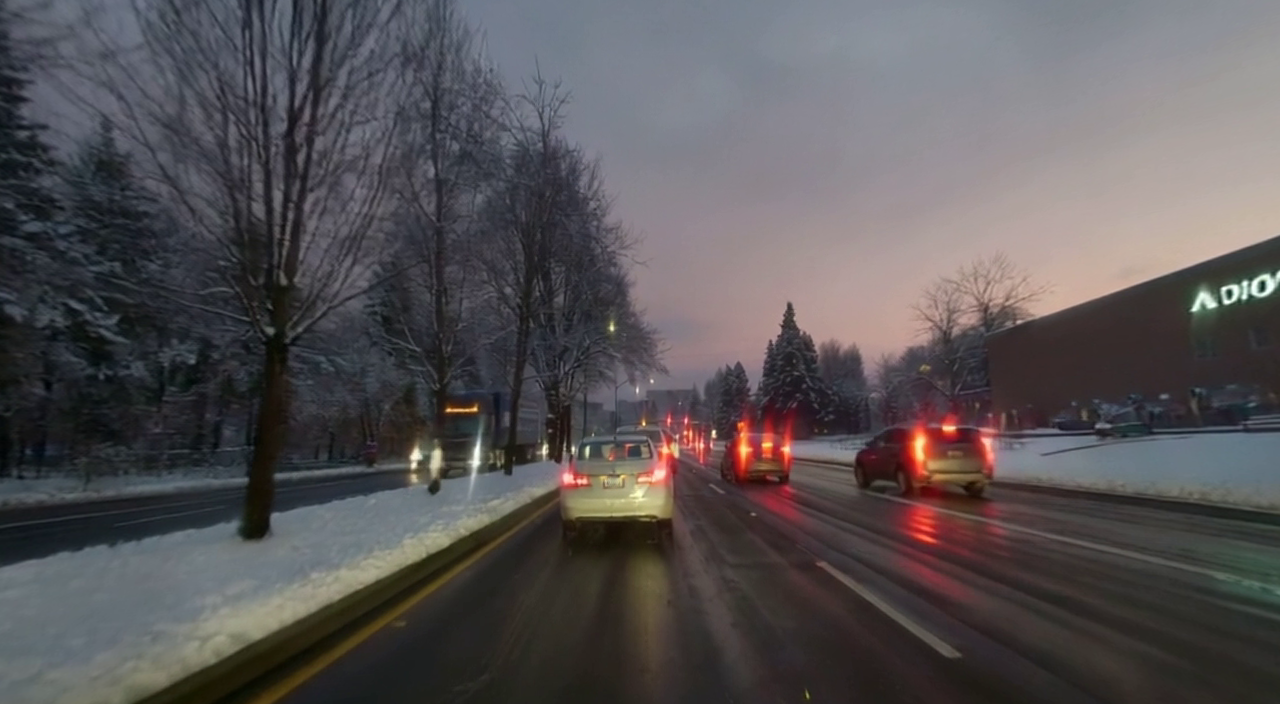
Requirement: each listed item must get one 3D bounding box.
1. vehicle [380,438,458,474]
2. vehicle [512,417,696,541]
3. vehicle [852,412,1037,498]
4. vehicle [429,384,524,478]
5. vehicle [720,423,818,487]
[{"bbox_3d":[-13.602,6.444,39.209,2.394,2.012,6.232,0,-8,2],"label":"vehicle"},{"bbox_3d":[-0.455,1.909,10.049,2.315,1.563,4.080,0,-8,0],"label":"vehicle"},{"bbox_3d":[7.754,2.700,16.806,2.425,1.936,5.081,0,-8,1],"label":"vehicle"},{"bbox_3d":[-8.129,4.098,32.203,3.043,4.303,6.343,0,-8,1],"label":"vehicle"},{"bbox_3d":[3.876,3.194,19.760,2.090,1.763,4.560,0,-8,0],"label":"vehicle"}]
